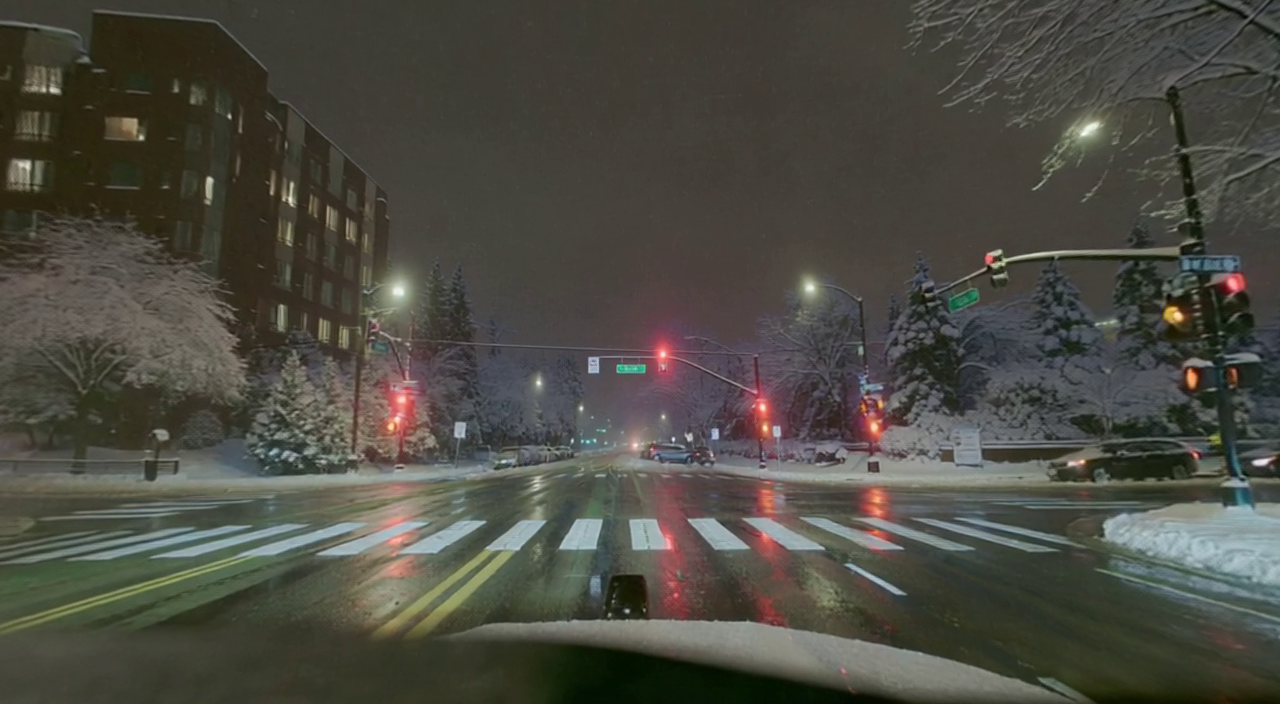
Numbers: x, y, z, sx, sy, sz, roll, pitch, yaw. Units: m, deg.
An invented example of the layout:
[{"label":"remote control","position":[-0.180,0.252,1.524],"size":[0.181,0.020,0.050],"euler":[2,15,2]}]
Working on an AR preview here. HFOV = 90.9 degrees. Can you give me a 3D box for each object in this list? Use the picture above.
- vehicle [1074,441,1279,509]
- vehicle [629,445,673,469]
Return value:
[{"label":"vehicle","position":[12.983,2.792,14.571],"size":[4.424,1.436,1.804],"euler":[-1,-8,5]},{"label":"vehicle","position":[0.711,7.157,43.221],"size":[1.972,1.522,4.368],"euler":[2,-9,-14]}]
